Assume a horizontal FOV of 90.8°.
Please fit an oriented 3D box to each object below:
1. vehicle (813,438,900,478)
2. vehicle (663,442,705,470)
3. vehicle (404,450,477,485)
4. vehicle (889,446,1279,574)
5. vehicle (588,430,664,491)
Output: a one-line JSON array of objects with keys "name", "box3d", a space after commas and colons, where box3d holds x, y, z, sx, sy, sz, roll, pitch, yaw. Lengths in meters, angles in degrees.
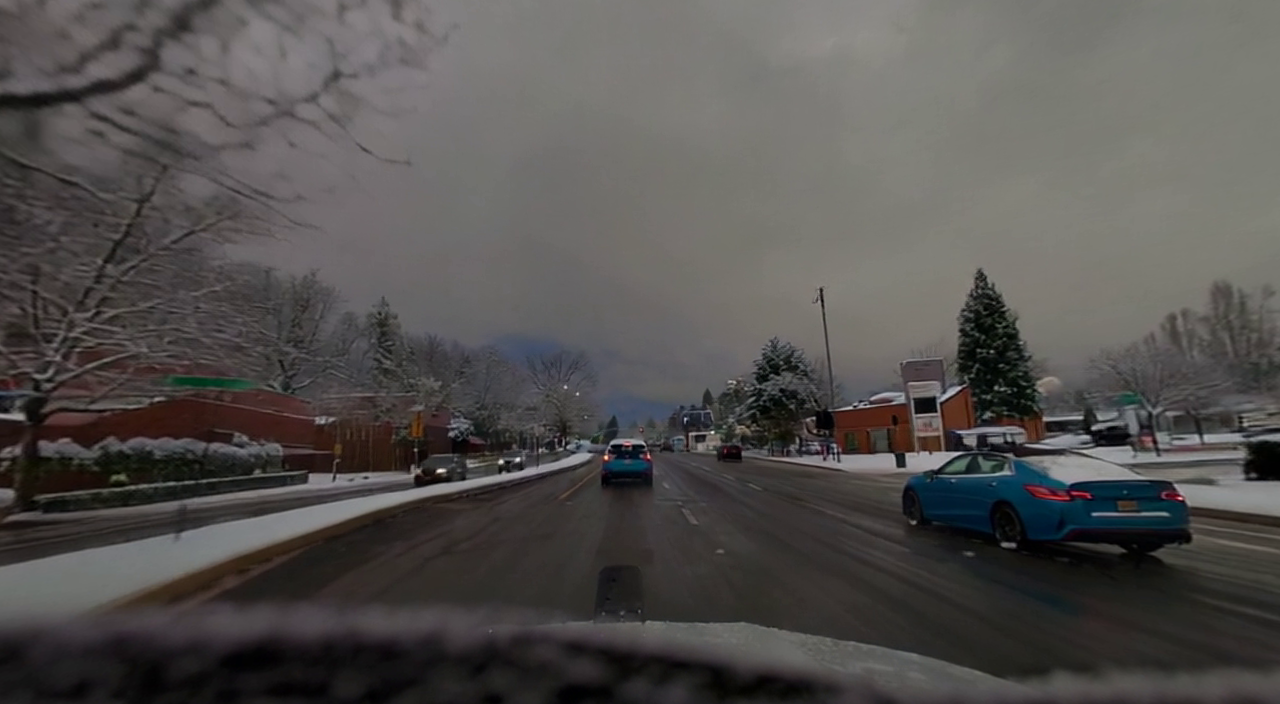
[{"name": "vehicle", "box3d": [8.954, 4.418, 26.538, 2.045, 1.484, 4.342, -1, -9, -1]}, {"name": "vehicle", "box3d": [2.500, 6.025, 36.743, 2.078, 1.471, 4.142, -1, -9, -1]}, {"name": "vehicle", "box3d": [-9.536, 5.534, 30.577, 1.989, 1.542, 4.435, -1, -9, 1]}, {"name": "vehicle", "box3d": [5.555, 1.987, 8.825, 2.258, 1.294, 4.312, 0, -9, -2]}, {"name": "vehicle", "box3d": [-0.475, 3.567, 20.991, 2.266, 1.762, 4.131, -1, -9, -1]}]
